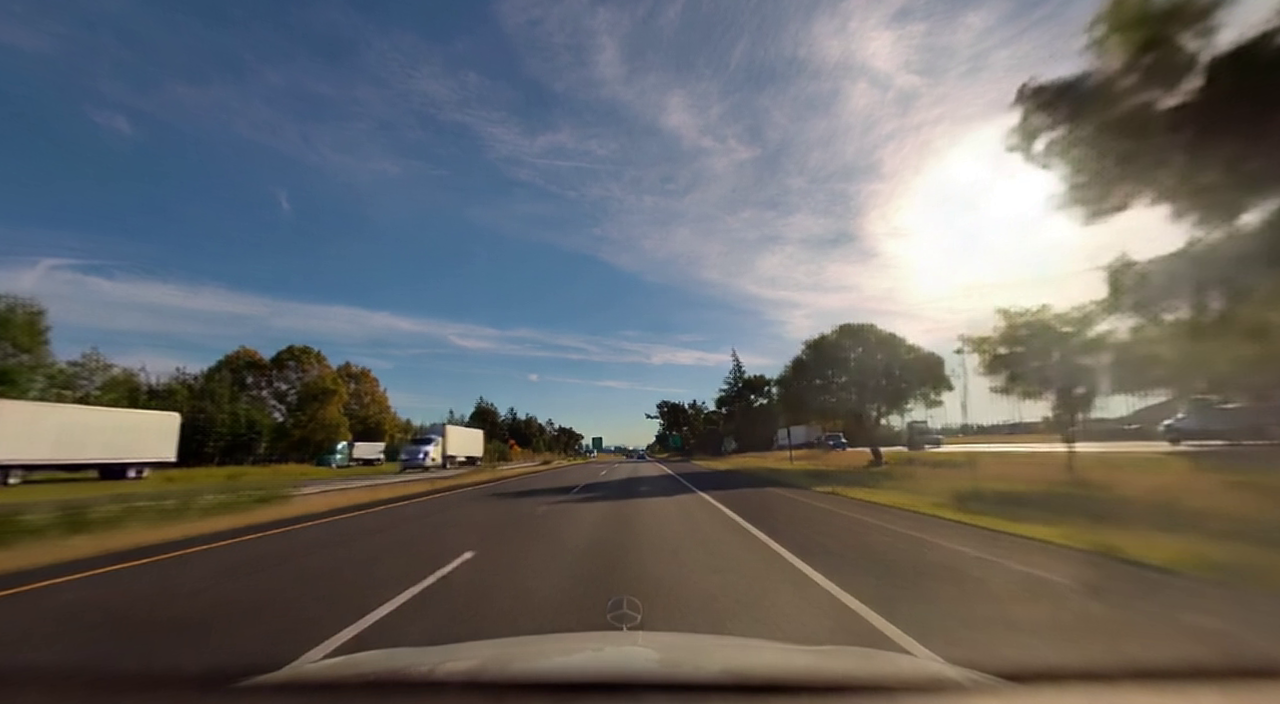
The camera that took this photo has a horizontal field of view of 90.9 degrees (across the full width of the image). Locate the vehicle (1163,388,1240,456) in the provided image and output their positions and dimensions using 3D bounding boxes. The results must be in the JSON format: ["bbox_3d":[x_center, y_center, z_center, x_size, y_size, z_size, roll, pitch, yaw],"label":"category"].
[{"bbox_3d":[37.522,4.882,41.865,2.837,3.906,12.616,-9,-12,43],"label":"vehicle"}]

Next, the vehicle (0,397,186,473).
[{"bbox_3d":[-38.509,5.757,42.572,3.133,4.363,16.928,0,-9,0],"label":"vehicle"}]
